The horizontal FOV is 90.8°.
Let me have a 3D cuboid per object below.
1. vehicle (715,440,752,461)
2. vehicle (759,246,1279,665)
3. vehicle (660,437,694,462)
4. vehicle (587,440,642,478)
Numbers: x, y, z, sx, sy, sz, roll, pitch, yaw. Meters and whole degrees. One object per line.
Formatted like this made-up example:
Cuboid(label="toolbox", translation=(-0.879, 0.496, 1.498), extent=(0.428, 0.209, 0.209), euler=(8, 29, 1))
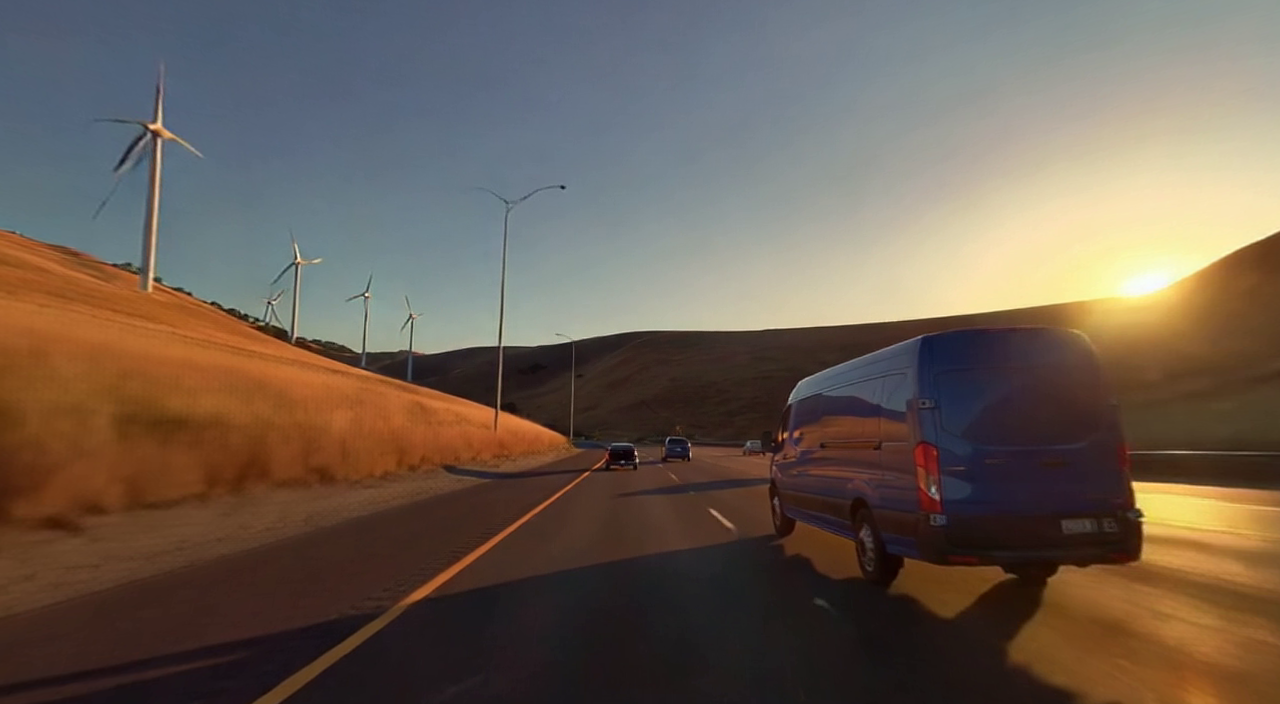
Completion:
Cuboid(label="vehicle", translation=(6.762, 7.161, 45.972), extent=(1.858, 1.475, 4.421), euler=(0, -8, -2))
Cuboid(label="vehicle", translation=(3.058, 1.012, 6.866), extent=(2.365, 2.630, 5.754), euler=(0, -8, 0))
Cuboid(label="vehicle", translation=(2.633, 6.977, 45.463), extent=(2.108, 1.717, 3.996), euler=(0, -8, -1))
Cuboid(label="vehicle", translation=(-1.009, 4.395, 26.280), extent=(2.082, 1.445, 3.826), euler=(0, -8, -1))
